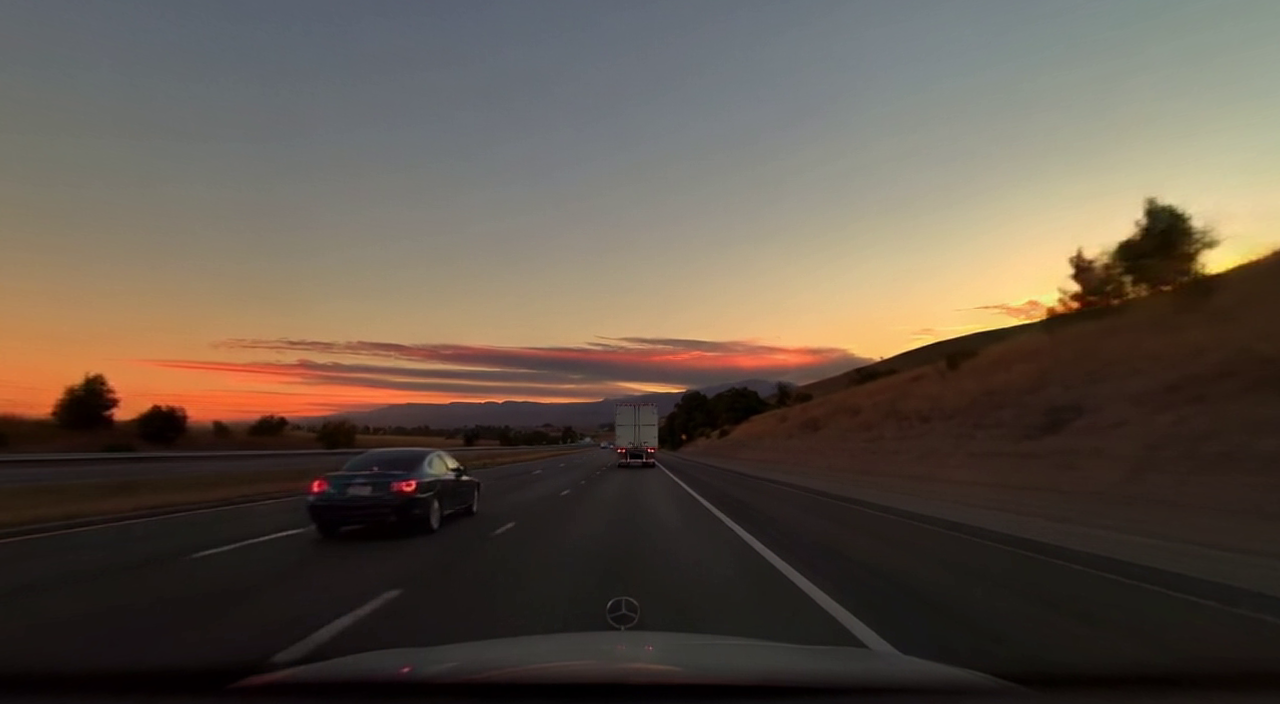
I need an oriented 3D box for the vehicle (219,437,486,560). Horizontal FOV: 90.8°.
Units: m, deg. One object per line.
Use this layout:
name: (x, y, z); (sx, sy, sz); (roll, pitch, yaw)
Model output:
vehicle: (-4.123, 2.176, 10.249); (1.892, 1.471, 5.047); (0, -9, 1)
